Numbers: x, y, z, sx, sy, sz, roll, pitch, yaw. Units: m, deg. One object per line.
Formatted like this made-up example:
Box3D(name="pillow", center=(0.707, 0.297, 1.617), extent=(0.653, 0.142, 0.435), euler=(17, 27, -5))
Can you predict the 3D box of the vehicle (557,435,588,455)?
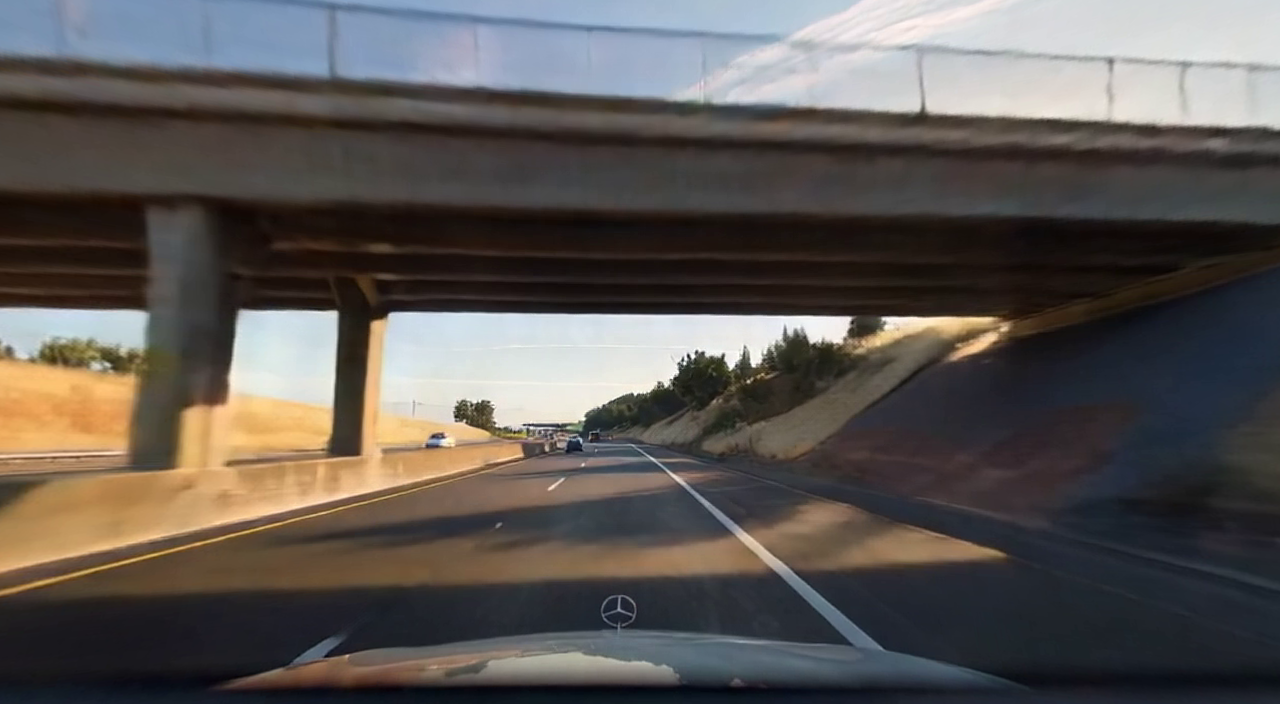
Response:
Box3D(name="vehicle", center=(-5.100, 7.098, 48.202), extent=(2.005, 1.509, 4.260), euler=(0, -8, -2))
